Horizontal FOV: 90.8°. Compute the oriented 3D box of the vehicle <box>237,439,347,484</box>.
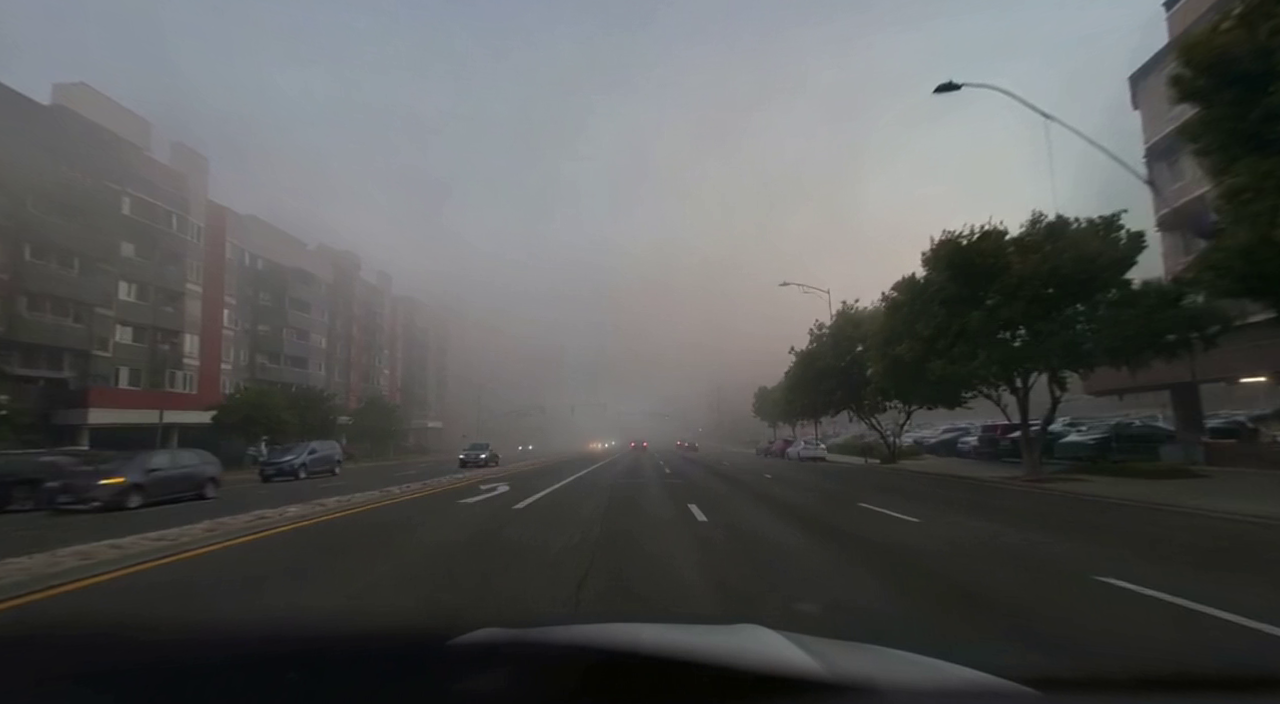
[{"bbox_3d":[-15.337,4.815,28.212,2.053,1.806,4.919,0,-9,0],"label":"vehicle"}]

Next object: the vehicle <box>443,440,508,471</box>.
[{"bbox_3d":[-8.497,5.403,33.105,2.025,1.479,4.739,-1,-9,1],"label":"vehicle"}]

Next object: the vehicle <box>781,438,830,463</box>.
[{"bbox_3d":[10.348,6.207,39.795,1.861,1.446,4.413,0,-9,-1],"label":"vehicle"}]

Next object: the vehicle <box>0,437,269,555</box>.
[{"bbox_3d":[-8.627,2.214,10.533,1.996,1.497,4.667,-1,-9,1],"label":"vehicle"}]
